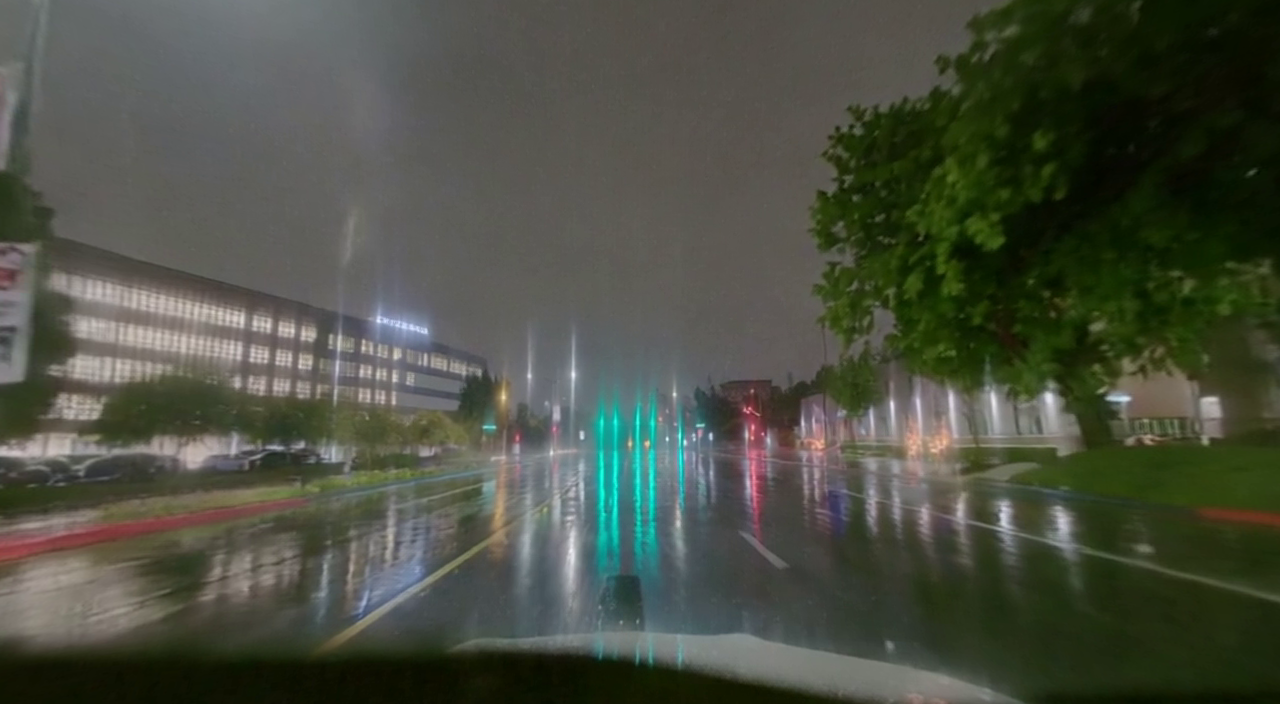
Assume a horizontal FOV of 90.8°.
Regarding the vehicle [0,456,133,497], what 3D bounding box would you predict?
[{"bbox_3d":[-26.556,5.711,29.040,4.673,1.717,2.044,-1,-9,1],"label":"vehicle"}]
